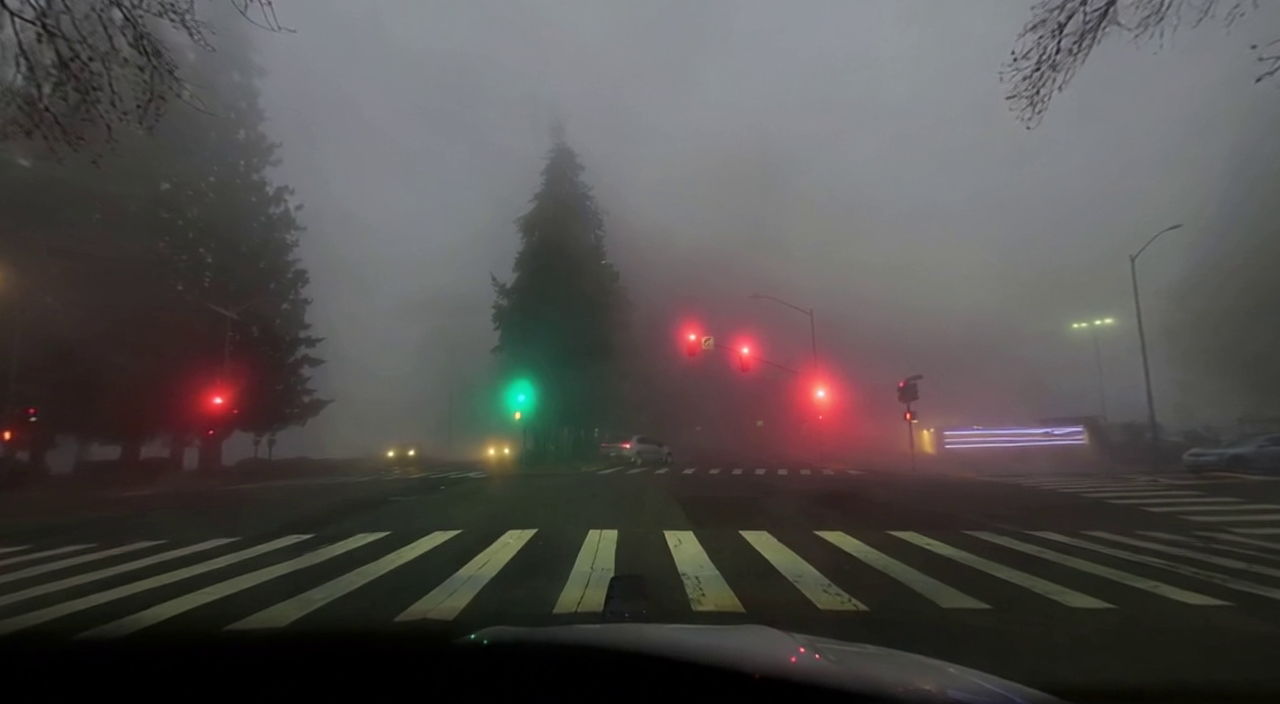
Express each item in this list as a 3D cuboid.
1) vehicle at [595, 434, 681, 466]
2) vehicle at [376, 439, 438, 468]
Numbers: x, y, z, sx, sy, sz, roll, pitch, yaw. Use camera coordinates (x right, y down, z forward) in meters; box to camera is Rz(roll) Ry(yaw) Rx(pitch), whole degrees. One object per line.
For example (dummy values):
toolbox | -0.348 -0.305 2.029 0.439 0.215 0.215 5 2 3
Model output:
vehicle | -0.037 5.000 32.353 2.521 1.522 4.418 -5 -10 30
vehicle | -14.786 6.449 40.291 2.169 1.753 4.640 0 -8 0
